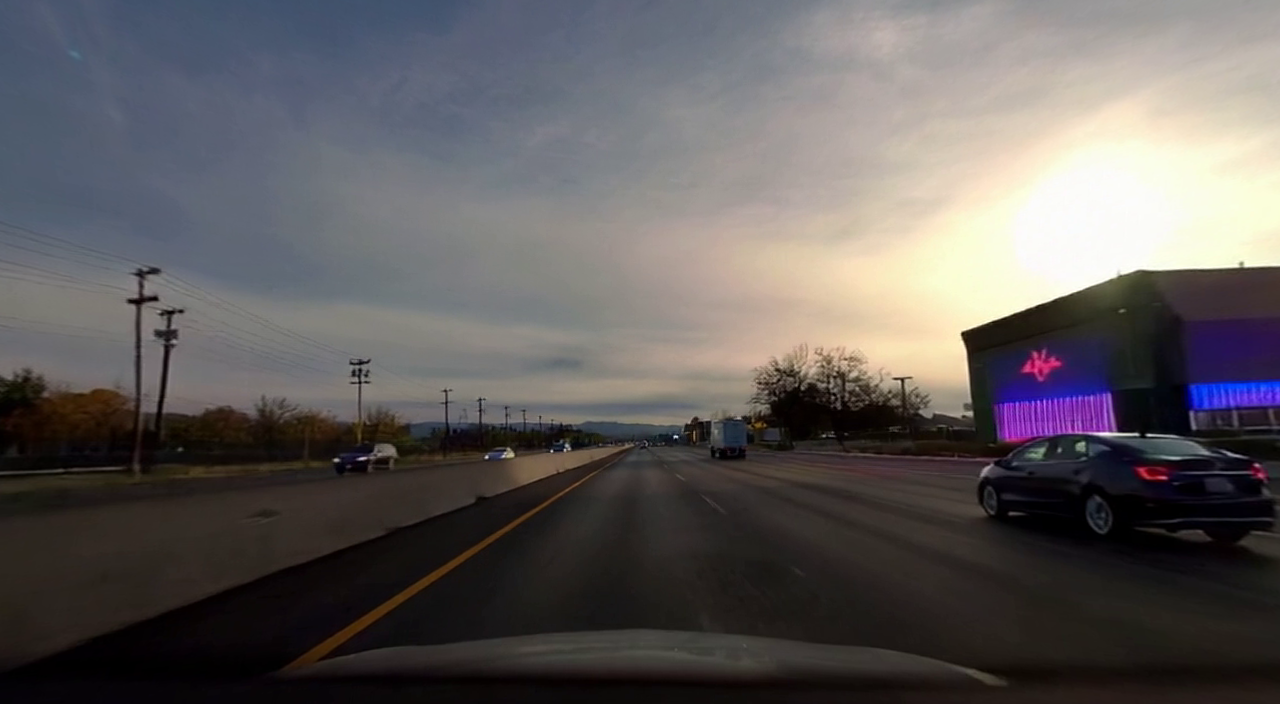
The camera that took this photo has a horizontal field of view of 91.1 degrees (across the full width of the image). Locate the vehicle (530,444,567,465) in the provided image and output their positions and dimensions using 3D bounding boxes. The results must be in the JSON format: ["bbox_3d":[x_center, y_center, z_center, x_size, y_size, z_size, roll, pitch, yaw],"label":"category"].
[{"bbox_3d":[-7.020,7.919,48.616,2.071,1.503,4.636,0,-9,2],"label":"vehicle"}]

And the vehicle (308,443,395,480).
[{"bbox_3d":[-14.649,5.562,32.218,2.137,1.729,4.767,0,-8,1],"label":"vehicle"}]

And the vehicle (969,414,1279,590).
[{"bbox_3d":[6.573,1.670,7.884,2.079,1.518,5.032,0,-8,-1],"label":"vehicle"}]
